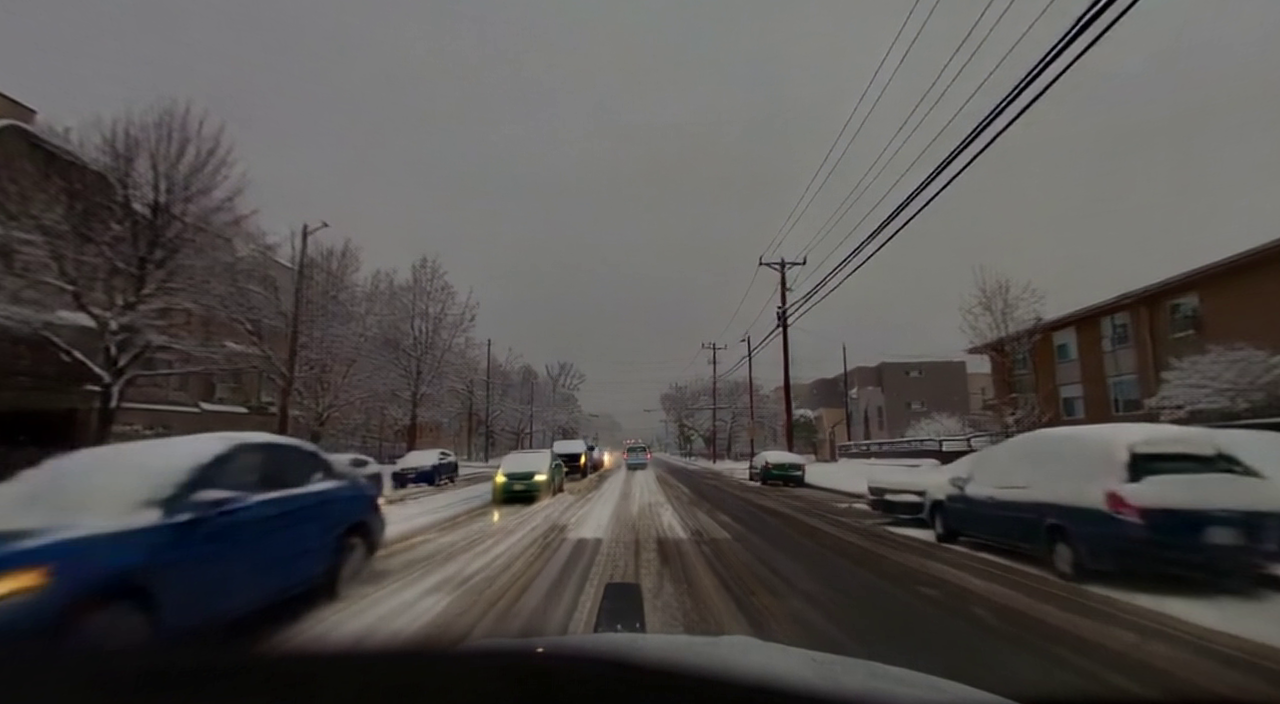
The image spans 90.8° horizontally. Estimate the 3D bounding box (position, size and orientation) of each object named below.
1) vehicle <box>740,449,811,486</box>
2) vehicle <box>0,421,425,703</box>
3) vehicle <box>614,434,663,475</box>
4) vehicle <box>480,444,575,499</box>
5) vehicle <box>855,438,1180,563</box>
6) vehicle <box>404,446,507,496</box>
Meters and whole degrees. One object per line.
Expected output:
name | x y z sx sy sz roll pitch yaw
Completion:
vehicle | 5.962 5.126 28.403 1.943 1.490 4.783 0 -8 -2
vehicle | -3.724 1.401 5.137 2.013 1.497 4.456 -1 -8 6
vehicle | -0.031 5.240 32.124 2.308 1.940 4.125 -1 -10 1
vehicle | -3.352 3.639 19.760 2.057 1.476 4.593 0 -8 1
vehicle | 6.230 2.497 11.731 2.350 1.706 5.901 0 -8 -1
vehicle | -6.084 3.950 21.477 2.023 1.492 4.666 0 -8 1
